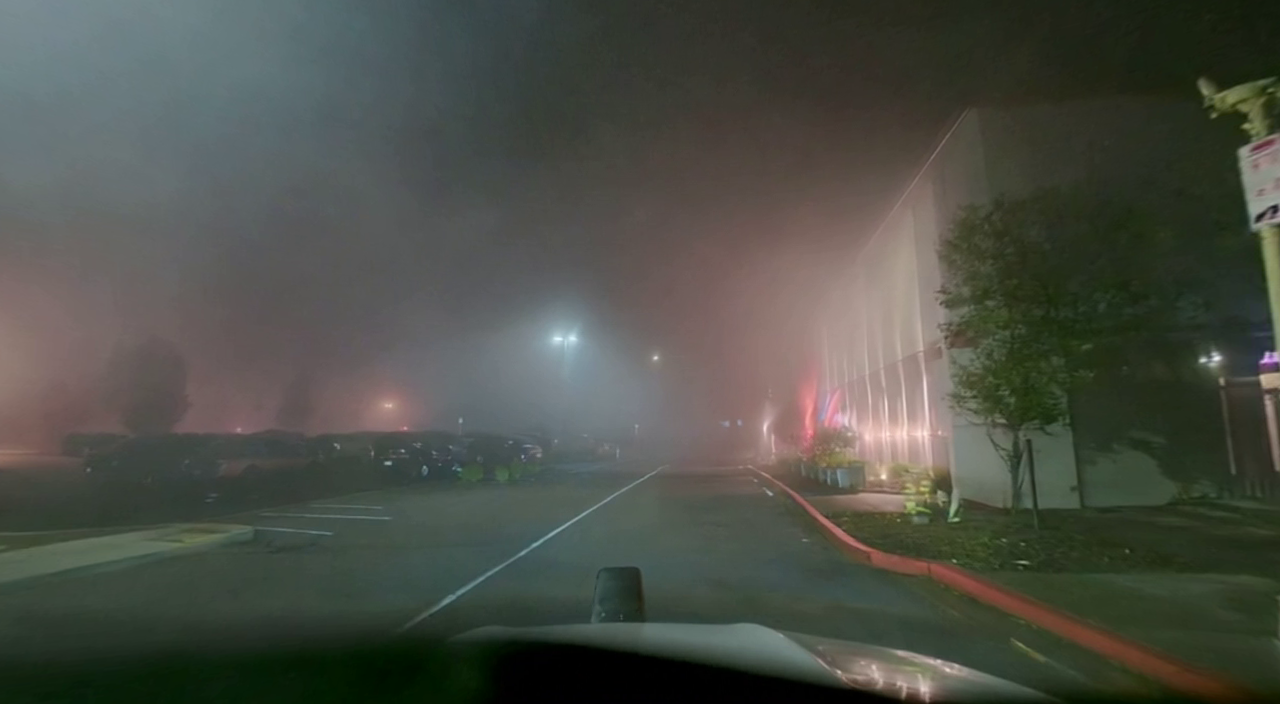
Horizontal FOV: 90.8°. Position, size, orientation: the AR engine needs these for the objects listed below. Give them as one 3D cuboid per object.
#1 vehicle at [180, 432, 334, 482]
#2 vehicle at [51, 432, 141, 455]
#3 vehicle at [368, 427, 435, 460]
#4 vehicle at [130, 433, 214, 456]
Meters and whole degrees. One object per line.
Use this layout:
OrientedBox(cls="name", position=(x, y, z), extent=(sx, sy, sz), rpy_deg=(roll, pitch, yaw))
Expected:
OrientedBox(cls="vehicle", position=(-12.270, 3.395, 20.671), extent=(1.847, 1.443, 4.484), rpy_deg=(-1, -8, 7))
OrientedBox(cls="vehicle", position=(-36.521, 6.166, 42.563), extent=(1.858, 1.449, 4.296), rpy_deg=(-2, -8, 11))
OrientedBox(cls="vehicle", position=(-15.070, 5.810, 40.179), extent=(1.972, 1.923, 4.535), rpy_deg=(-1, -8, 8))
OrientedBox(cls="vehicle", position=(-31.168, 6.162, 42.239), extent=(1.773, 1.433, 4.356), rpy_deg=(-2, -8, 10))
